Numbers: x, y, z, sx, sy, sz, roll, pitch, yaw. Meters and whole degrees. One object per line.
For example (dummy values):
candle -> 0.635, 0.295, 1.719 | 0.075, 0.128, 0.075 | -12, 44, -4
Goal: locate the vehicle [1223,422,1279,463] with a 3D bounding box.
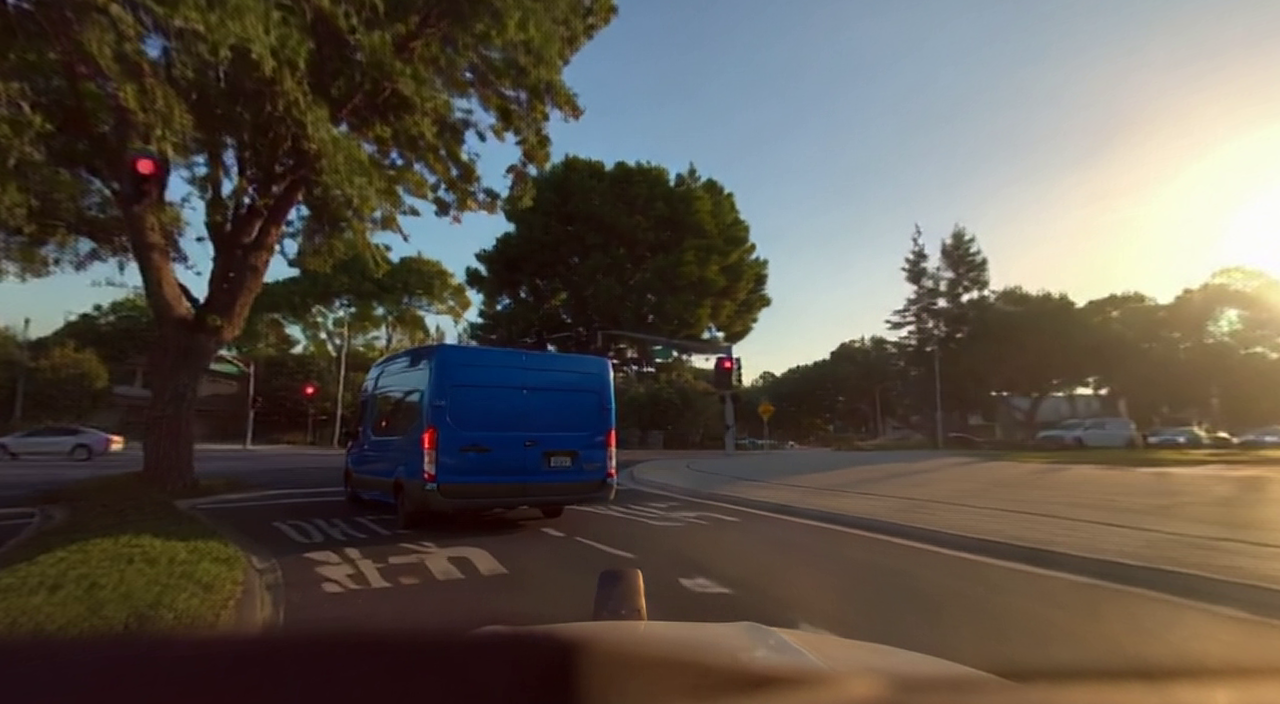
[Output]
vehicle -> 31.568, 4.612, 32.052 | 2.402, 1.920, 5.467 | -8, -12, 42

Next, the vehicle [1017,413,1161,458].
vehicle -> 24.175, 4.569, 34.004 | 5.939, 2.249, 2.437 | -8, -11, 41

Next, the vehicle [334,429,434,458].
vehicle -> -14.217, 5.118, 35.035 | 4.740, 1.462, 1.828 | 7, -11, -42

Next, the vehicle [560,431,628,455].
vehicle -> -3.239, 6.481, 44.719 | 4.649, 1.585, 1.965 | 8, -11, -42

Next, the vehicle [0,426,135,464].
vehicle -> -24.288, 3.870, 26.121 | 4.853, 1.461, 1.847 | 8, -12, -43

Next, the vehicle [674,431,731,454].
vehicle -> 4.775, 6.867, 47.629 | 4.135, 1.633, 1.990 | 7, -11, -41
